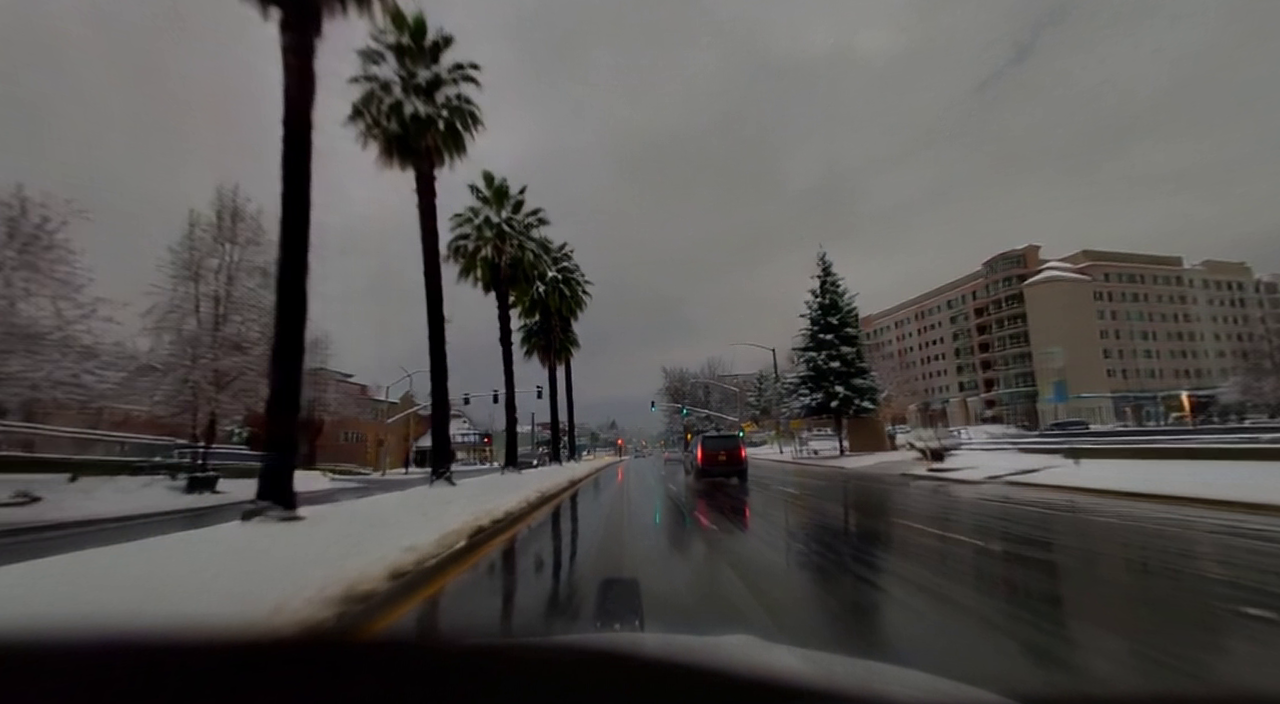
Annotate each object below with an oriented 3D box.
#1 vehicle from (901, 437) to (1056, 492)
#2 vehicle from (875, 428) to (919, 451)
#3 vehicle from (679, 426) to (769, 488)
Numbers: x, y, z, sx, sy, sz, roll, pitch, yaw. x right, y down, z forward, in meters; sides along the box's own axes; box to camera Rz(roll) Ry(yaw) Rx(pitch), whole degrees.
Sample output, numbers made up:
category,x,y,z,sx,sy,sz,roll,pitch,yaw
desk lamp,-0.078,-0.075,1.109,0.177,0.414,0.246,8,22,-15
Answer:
category,x,y,z,sx,sy,sz,roll,pitch,yaw
vehicle,10.159,3.420,19.558,1.989,1.472,5.054,0,-9,0
vehicle,19.370,6.611,47.522,2.100,1.626,4.450,-6,-10,33
vehicle,2.957,3.885,23.668,2.559,2.017,5.562,0,-9,0
